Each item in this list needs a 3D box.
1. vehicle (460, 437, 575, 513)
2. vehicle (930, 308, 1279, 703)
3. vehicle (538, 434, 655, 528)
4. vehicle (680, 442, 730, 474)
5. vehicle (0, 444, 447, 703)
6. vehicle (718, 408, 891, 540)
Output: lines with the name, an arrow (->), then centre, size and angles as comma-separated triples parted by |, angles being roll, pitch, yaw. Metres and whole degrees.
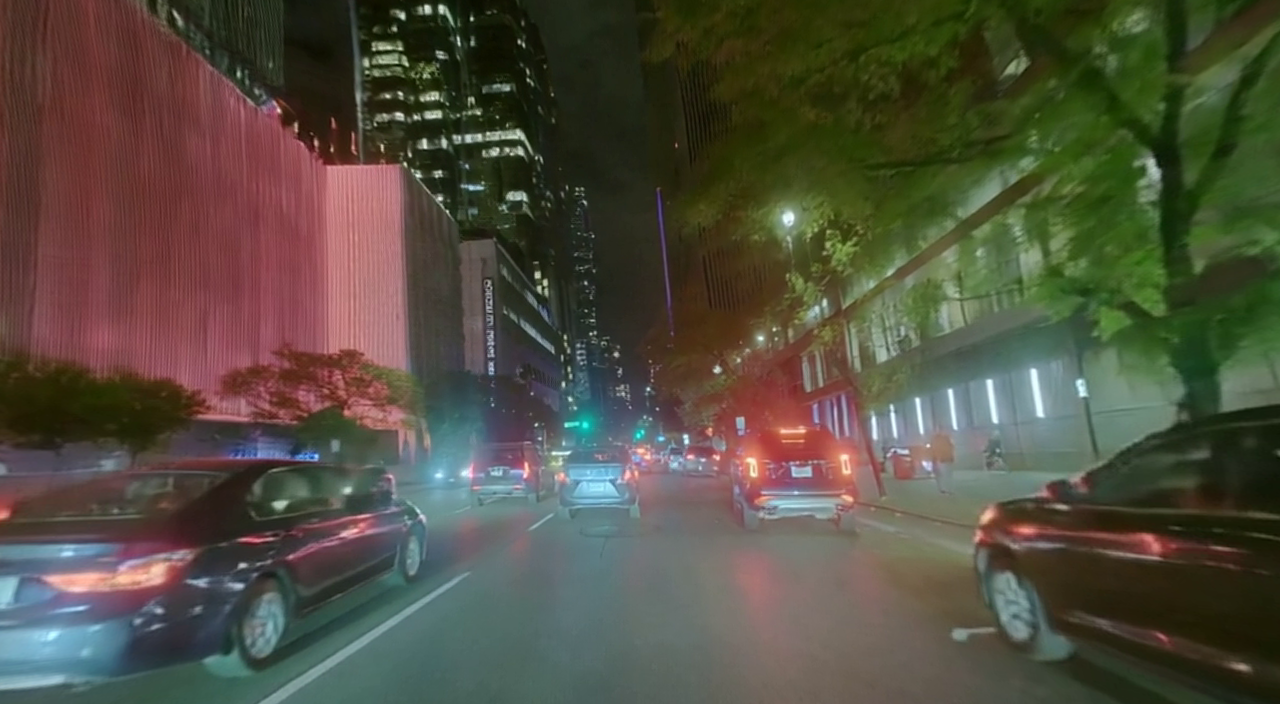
vehicle -> -3.249, 3.356, 17.832 | 2.000, 1.818, 4.668 | -1, -8, 4
vehicle -> 3.171, 0.770, 2.413 | 1.971, 1.749, 4.564 | 0, -8, 1
vehicle -> -0.746, 2.621, 13.416 | 2.076, 1.667, 3.948 | -1, -8, 2
vehicle -> 3.219, 5.299, 31.977 | 2.065, 1.461, 4.181 | 0, -8, 0
vehicle -> -3.290, 1.505, 5.143 | 1.940, 1.481, 4.376 | -1, -8, 2
vehicle -> 2.747, 2.186, 11.928 | 2.352, 1.953, 4.798 | -1, -9, 5
